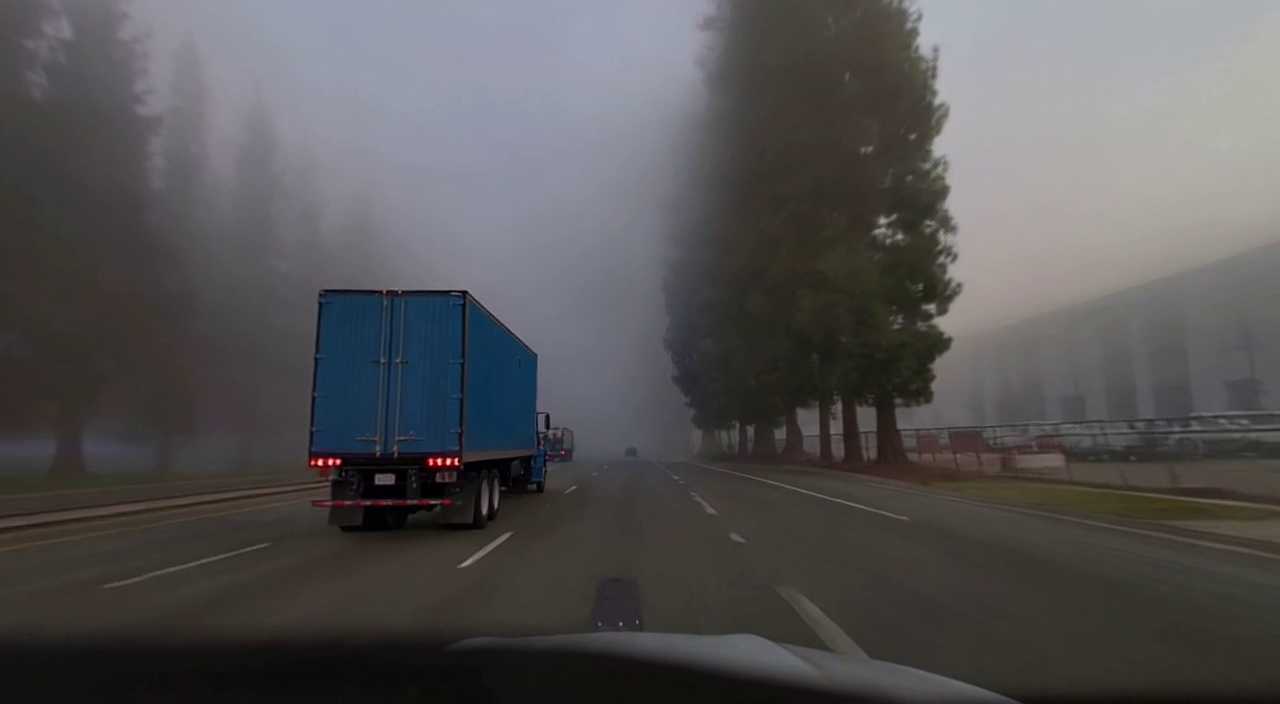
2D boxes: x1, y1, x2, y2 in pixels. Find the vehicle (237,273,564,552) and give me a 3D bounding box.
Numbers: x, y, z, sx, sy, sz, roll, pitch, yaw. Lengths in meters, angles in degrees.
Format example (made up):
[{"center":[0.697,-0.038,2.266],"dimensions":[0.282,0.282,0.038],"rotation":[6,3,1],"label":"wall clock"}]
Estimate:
[{"center":[-3.381,1.302,11.932],"dimensions":[2.910,3.419,8.376],"rotation":[0,-8,0],"label":"vehicle"}]
